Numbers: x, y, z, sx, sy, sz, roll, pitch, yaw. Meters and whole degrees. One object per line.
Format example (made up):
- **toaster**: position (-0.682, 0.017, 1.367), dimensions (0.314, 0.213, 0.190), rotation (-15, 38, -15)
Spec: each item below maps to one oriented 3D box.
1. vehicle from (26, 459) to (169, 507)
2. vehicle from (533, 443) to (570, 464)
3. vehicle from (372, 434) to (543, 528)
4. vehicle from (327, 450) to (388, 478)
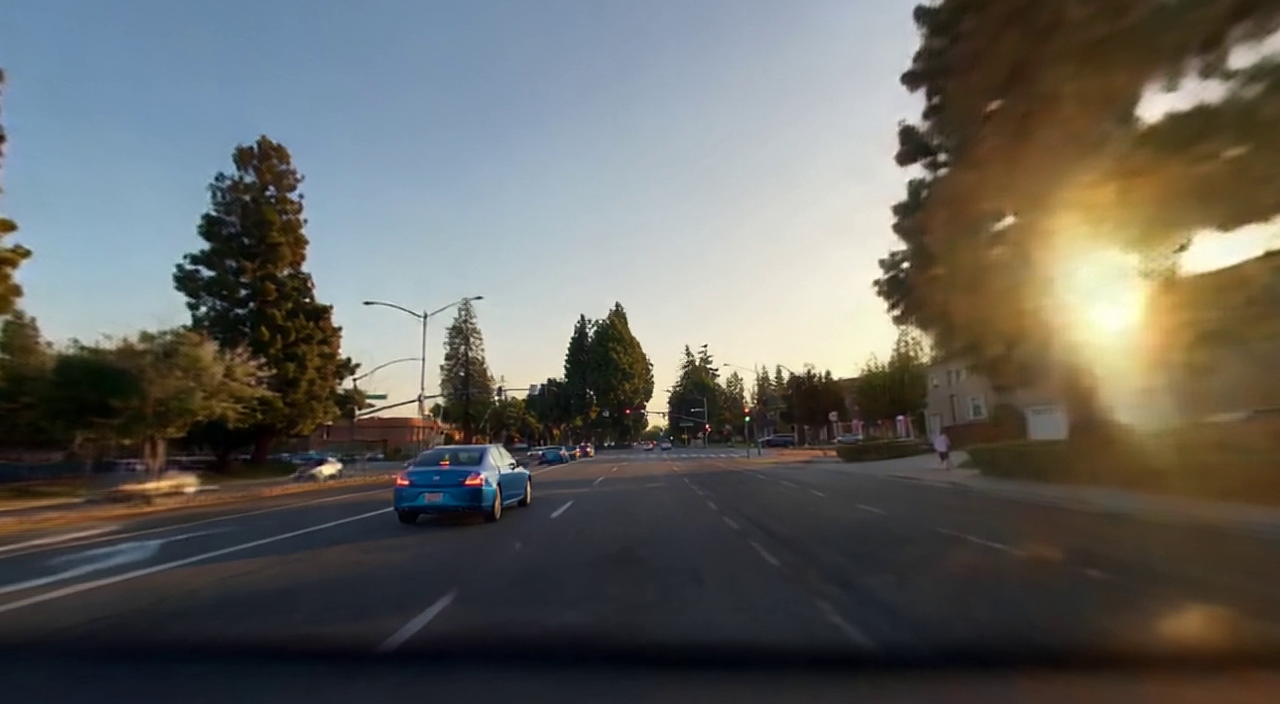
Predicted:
- **vehicle**: position (-22.006, 5.285, 25.851), dimensions (1.982, 1.656, 4.316), rotation (0, -9, 1)
- **vehicle**: position (-6.441, 7.424, 46.114), dimensions (2.006, 1.461, 4.476), rotation (0, -9, 1)
- **vehicle**: position (-3.248, 2.385, 12.274), dimensions (1.924, 1.480, 4.421), rotation (0, -9, 1)
- **vehicle**: position (-17.726, 7.044, 39.772), dimensions (1.832, 1.628, 4.222), rotation (0, -9, 1)
